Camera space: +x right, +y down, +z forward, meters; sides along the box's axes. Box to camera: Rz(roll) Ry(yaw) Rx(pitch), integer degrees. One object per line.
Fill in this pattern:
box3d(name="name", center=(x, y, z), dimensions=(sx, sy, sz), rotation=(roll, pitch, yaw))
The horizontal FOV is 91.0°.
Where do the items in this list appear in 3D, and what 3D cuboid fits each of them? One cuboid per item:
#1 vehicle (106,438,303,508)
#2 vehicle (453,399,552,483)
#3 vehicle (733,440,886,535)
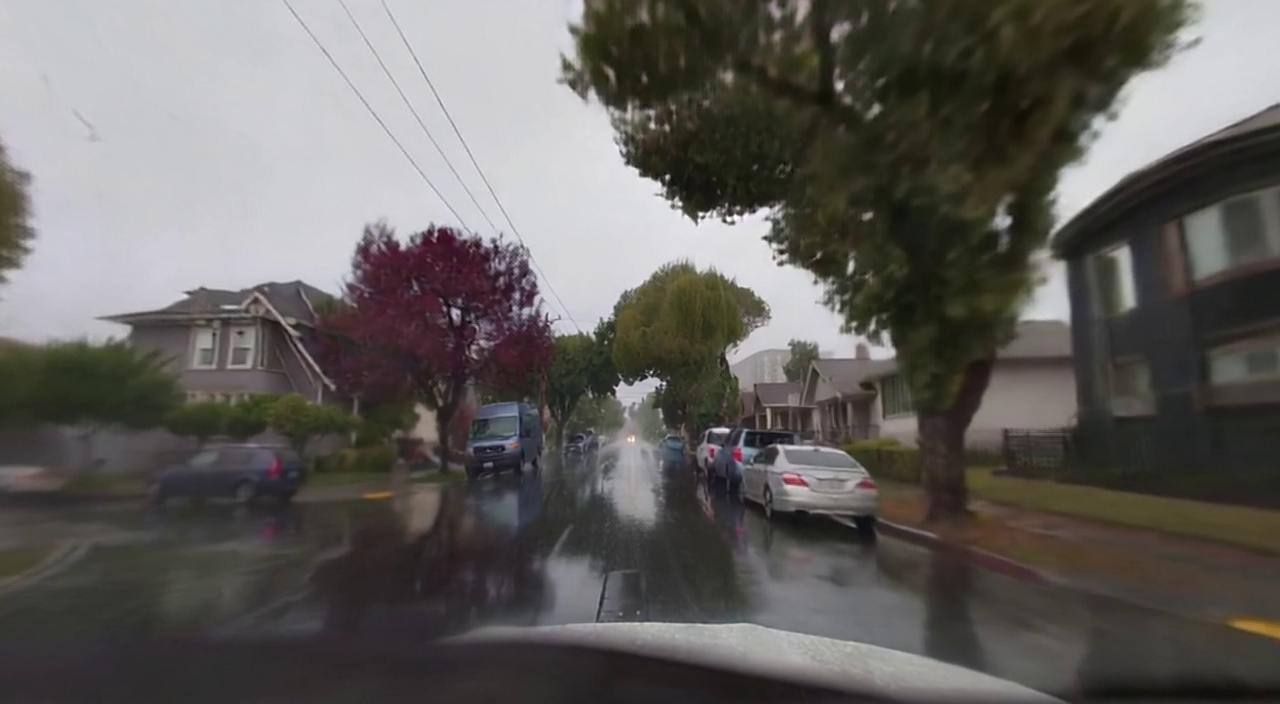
box3d(name="vehicle", center=(-13.243, 3.782, 19.468), dimensions=(4.341, 1.728, 2.161), rotation=(-2, -16, -5))
box3d(name="vehicle", center=(-6.569, 4.313, 31.371), dimensions=(3.115, 3.562, 7.695), rotation=(-2, -7, 0))
box3d(name="vehicle", center=(3.357, 2.731, 13.532), dimensions=(2.010, 1.661, 4.615), rotation=(0, -8, 0))
